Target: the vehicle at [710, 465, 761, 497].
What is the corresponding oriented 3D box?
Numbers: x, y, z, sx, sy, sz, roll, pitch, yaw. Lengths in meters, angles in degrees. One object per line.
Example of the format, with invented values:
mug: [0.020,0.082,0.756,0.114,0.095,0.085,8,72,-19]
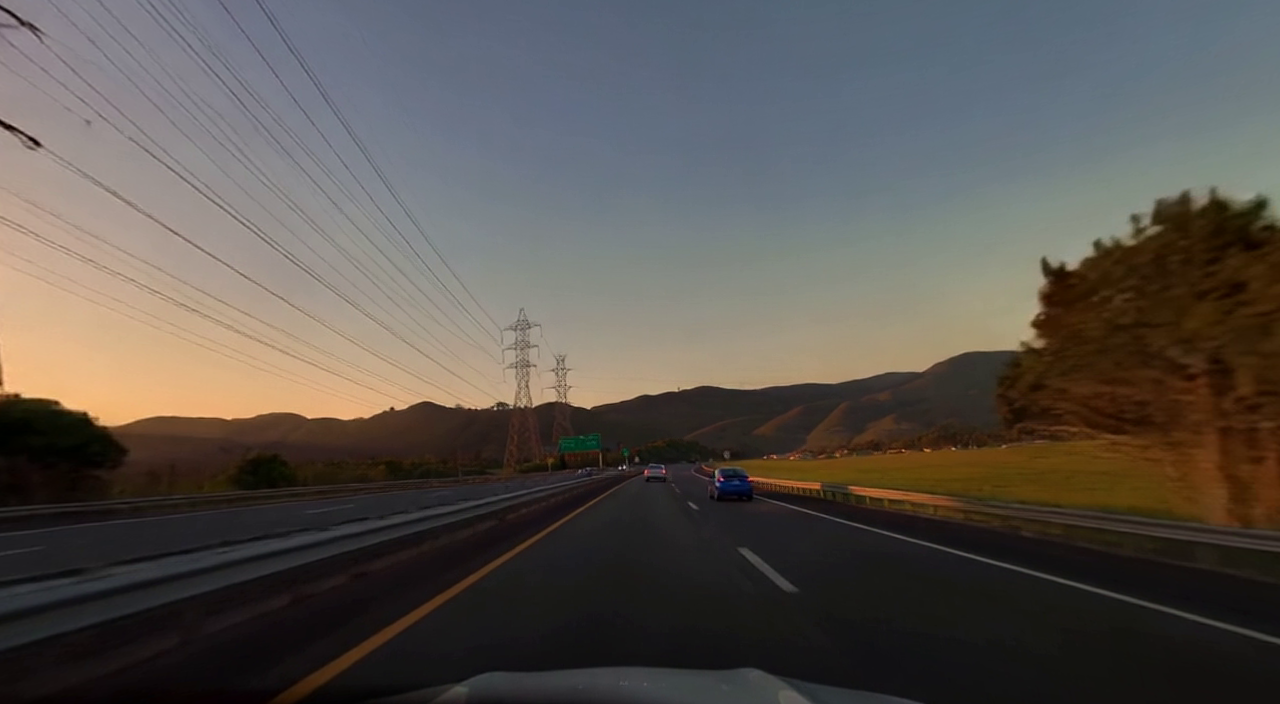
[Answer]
vehicle: [4.896,6.669,32.706,1.985,1.521,3.904,1,-10,-1]
